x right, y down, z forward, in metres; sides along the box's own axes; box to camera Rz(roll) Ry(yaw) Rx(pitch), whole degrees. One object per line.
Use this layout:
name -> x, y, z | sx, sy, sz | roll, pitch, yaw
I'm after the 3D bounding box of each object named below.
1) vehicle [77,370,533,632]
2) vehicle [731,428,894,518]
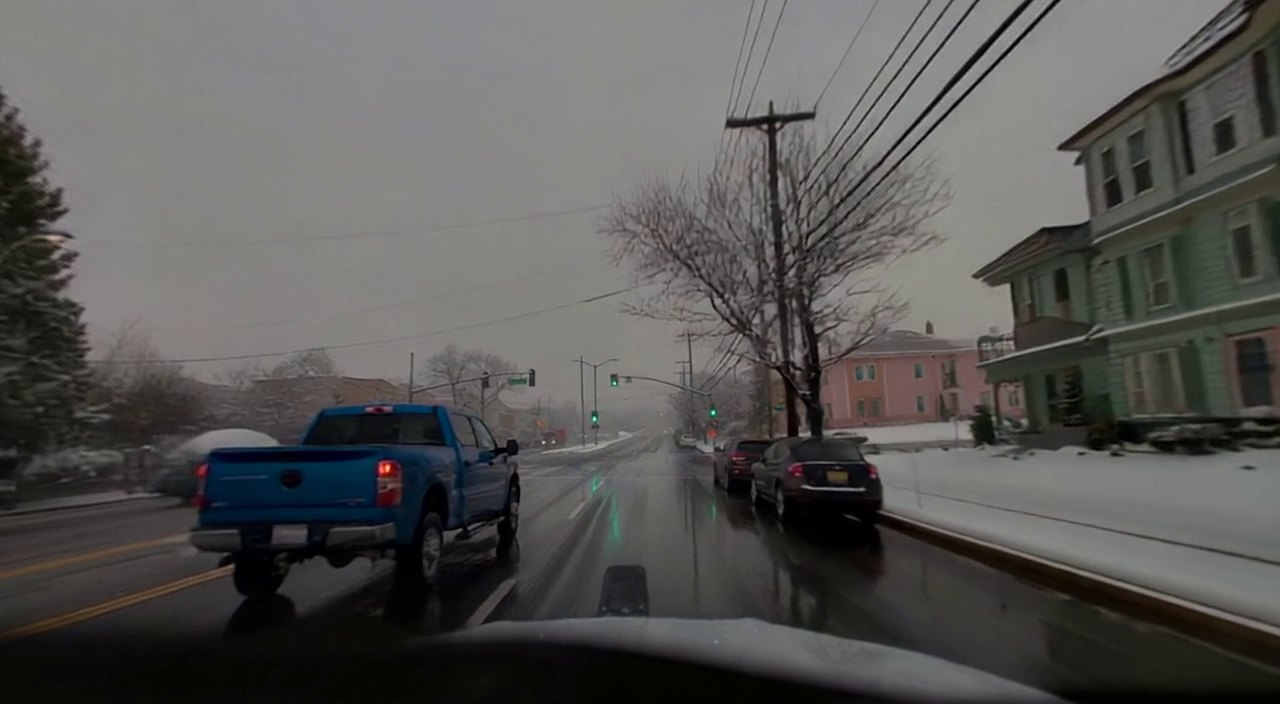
vehicle -> -2.899, 1.477, 7.305 | 2.242, 1.890, 5.306 | -1, -9, 1
vehicle -> 3.240, 2.379, 12.908 | 2.012, 1.491, 4.333 | 0, -9, -1
